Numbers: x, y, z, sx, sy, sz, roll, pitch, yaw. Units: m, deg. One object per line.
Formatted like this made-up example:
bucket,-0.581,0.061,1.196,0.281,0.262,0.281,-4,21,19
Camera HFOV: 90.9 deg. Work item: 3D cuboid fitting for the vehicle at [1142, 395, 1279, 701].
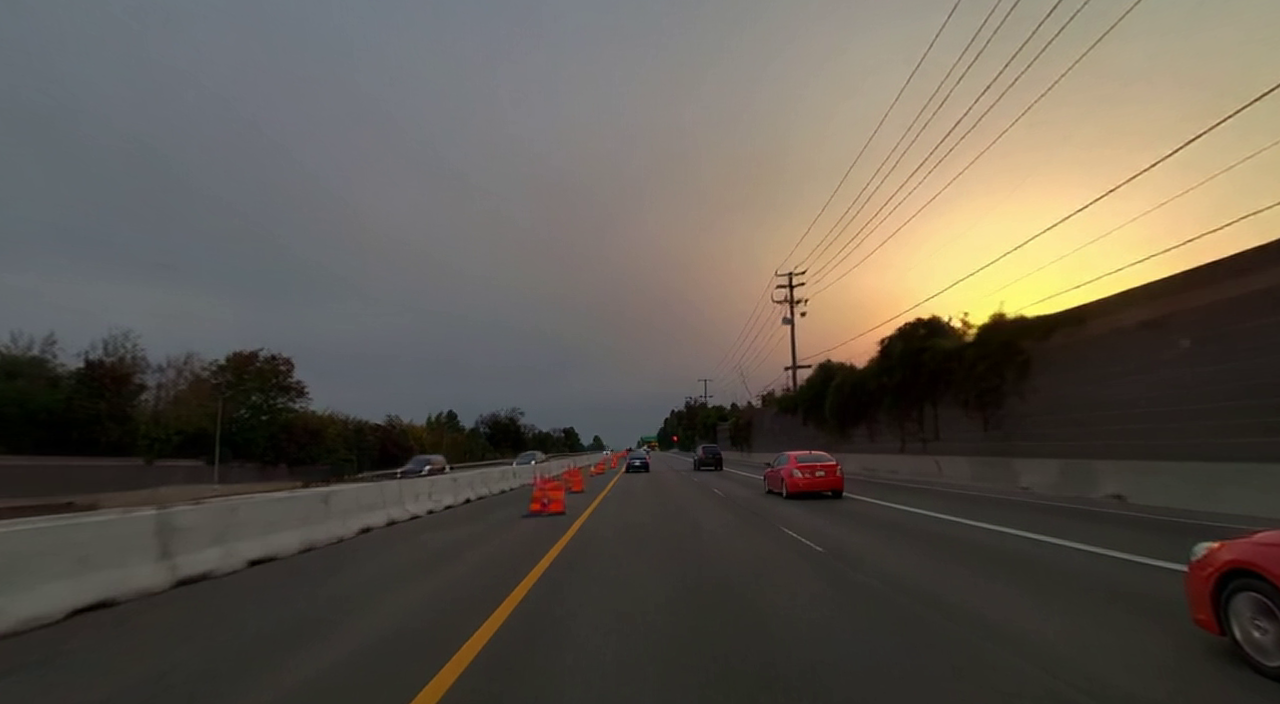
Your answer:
vehicle,4.289,0.795,1.791,1.997,1.568,4.529,0,-8,1

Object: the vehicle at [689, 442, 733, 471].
vehicle,5.059,7.480,45.530,2.559,1.943,5.610,0,-8,1

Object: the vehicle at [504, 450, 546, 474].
vehicle,-7.926,7.599,43.746,1.856,1.539,4.679,-1,-8,2

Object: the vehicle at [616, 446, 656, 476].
vehicle,-0.198,6.069,35.438,2.096,1.583,4.150,0,-8,0

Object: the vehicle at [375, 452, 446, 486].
vehicle,-11.866,6.051,32.977,2.129,1.471,4.192,-3,-8,1

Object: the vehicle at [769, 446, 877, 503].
vehicle,5.083,3.422,18.120,1.881,1.409,4.016,0,-8,0
